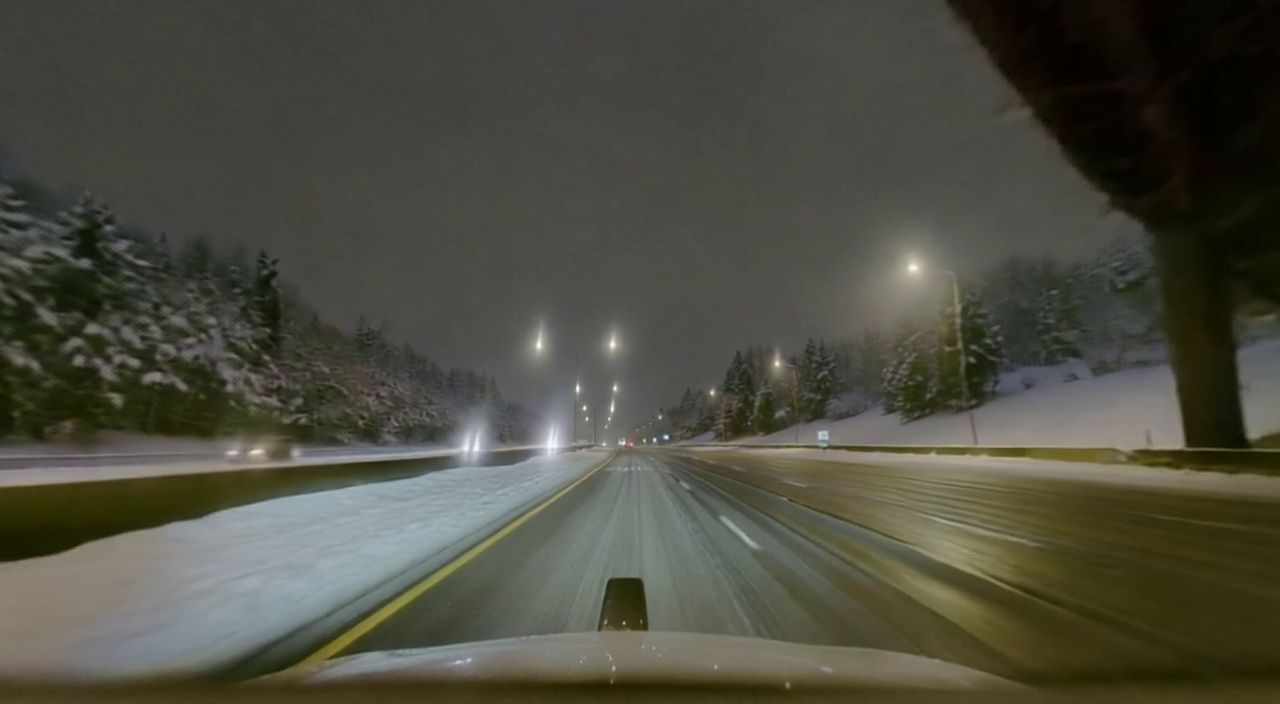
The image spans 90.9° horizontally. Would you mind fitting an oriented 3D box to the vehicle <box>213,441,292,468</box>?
[{"bbox_3d":[-22.833,6.038,37.343,1.992,1.434,4.171,0,-8,0],"label":"vehicle"}]
